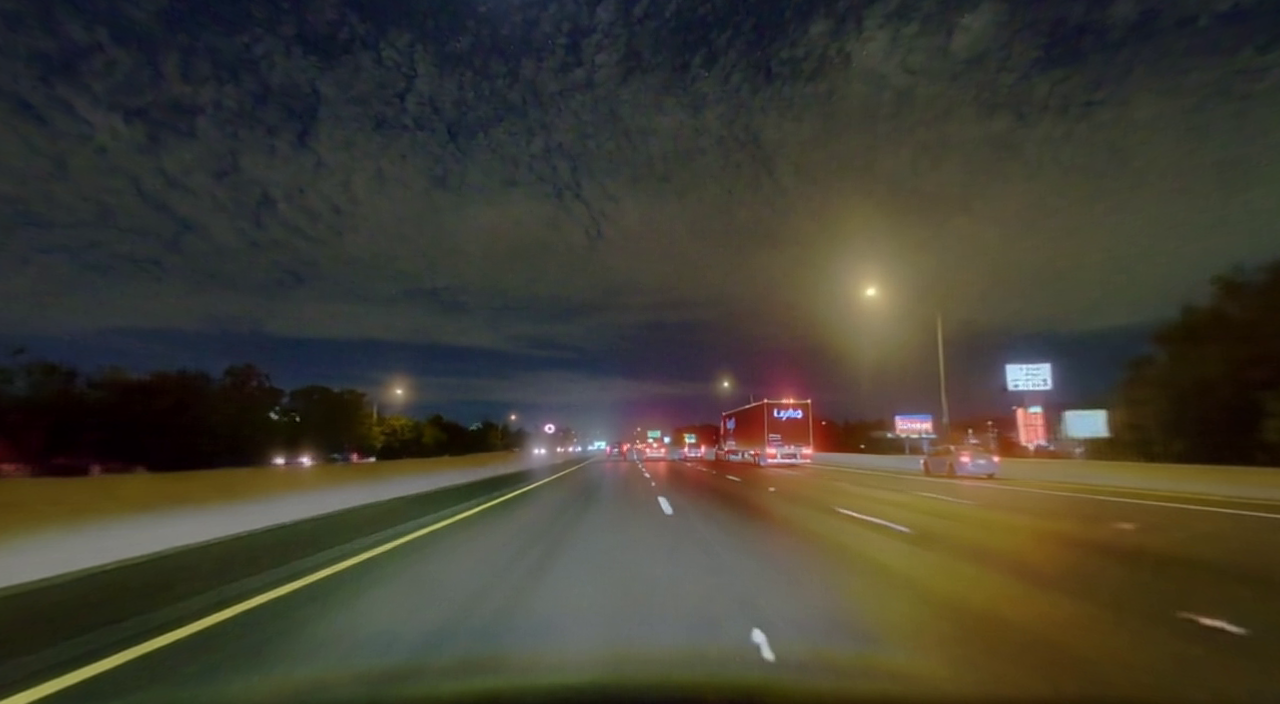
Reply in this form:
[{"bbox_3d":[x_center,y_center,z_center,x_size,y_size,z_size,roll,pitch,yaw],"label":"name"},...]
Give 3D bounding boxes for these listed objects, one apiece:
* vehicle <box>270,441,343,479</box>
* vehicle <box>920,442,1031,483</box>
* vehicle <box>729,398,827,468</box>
[{"bbox_3d":[-25.397,8.214,48.431,2.457,2.683,5.902,0,-8,-1],"label":"vehicle"},{"bbox_3d":[13.122,4.311,25.069,1.862,1.462,4.459,0,-9,-2],"label":"vehicle"},{"bbox_3d":[9.328,6.016,45.820,2.892,4.128,16.495,0,-9,-2],"label":"vehicle"}]
